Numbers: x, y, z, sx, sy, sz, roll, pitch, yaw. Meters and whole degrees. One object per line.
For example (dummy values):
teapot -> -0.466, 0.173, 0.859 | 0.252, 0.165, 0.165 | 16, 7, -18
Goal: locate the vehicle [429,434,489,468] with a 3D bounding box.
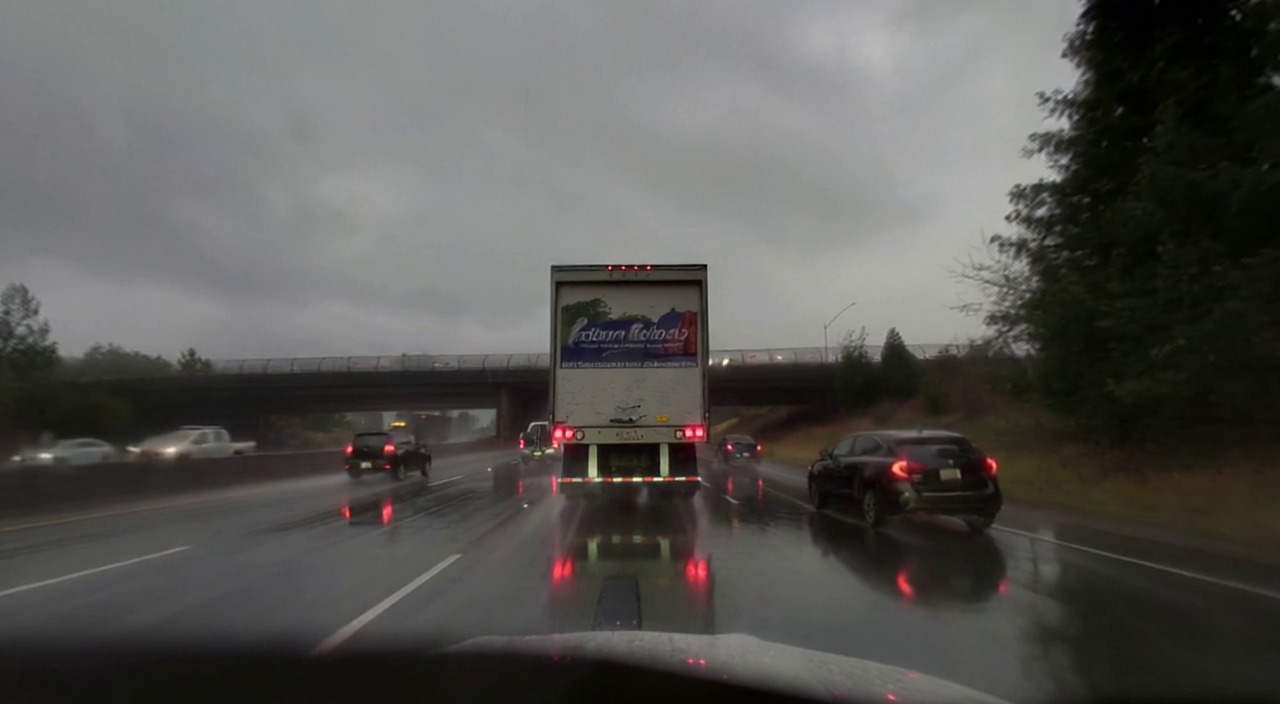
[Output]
vehicle -> -8.594, 4.710, 30.147 | 1.845, 1.488, 3.656 | 0, -8, -1

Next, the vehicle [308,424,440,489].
vehicle -> -7.844, 3.105, 19.128 | 2.057, 1.698, 4.550 | 0, -8, -1

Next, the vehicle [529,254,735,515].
vehicle -> -0.225, 1.085, 14.038 | 2.911, 3.787, 9.905 | 0, -8, -1

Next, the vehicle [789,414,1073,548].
vehicle -> 3.910, 1.792, 9.573 | 2.003, 1.519, 4.580 | 0, -8, -2
